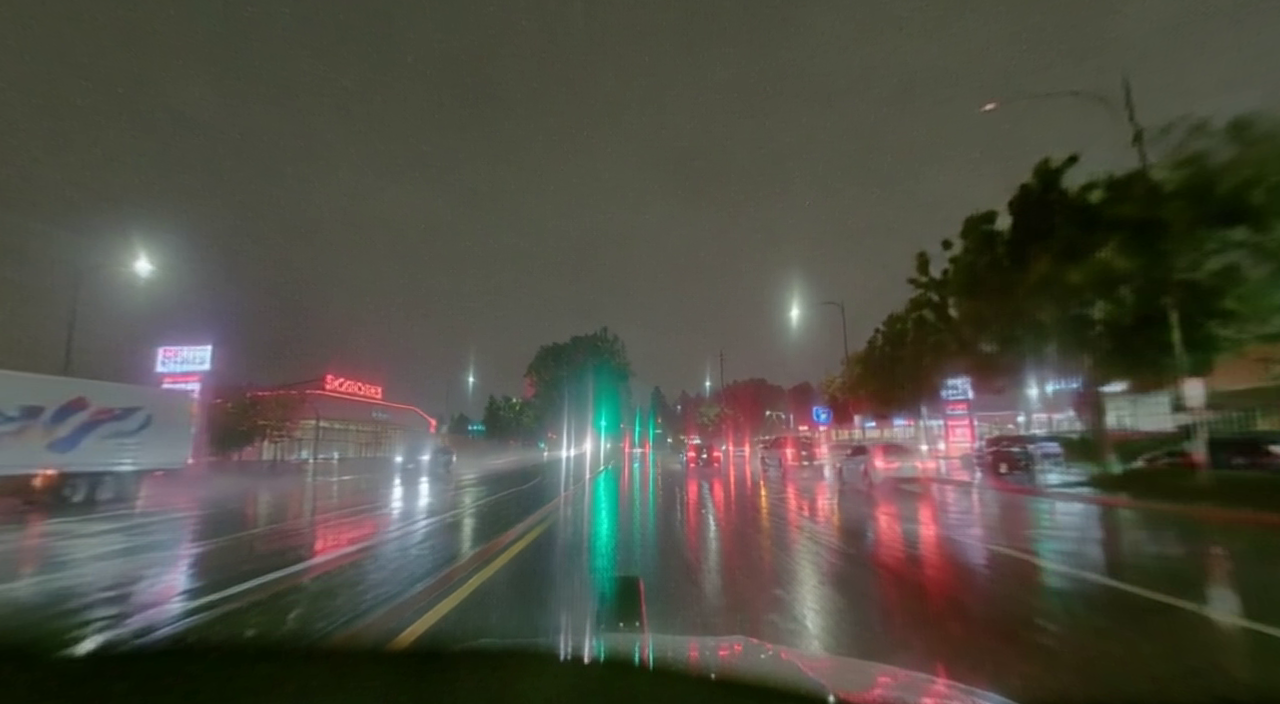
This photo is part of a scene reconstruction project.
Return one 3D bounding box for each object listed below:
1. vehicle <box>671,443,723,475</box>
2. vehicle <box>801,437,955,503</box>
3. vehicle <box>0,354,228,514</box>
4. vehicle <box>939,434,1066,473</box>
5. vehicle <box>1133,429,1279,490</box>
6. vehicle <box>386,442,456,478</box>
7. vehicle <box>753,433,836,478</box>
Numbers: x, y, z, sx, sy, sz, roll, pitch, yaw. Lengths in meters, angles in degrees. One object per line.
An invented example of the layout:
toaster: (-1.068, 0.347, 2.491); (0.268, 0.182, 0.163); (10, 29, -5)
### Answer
vehicle: (2.712, 5.214, 31.027); (2.099, 1.463, 4.365); (0, -8, -1)
vehicle: (6.083, 3.077, 16.940); (2.150, 1.485, 4.919); (0, -9, -1)
vehicle: (-18.923, 2.372, 17.998); (3.058, 4.328, 16.976); (-1, -8, 0)
vehicle: (16.059, 4.515, 28.156); (4.457, 1.521, 1.872); (-2, -9, -3)
vehicle: (16.605, 2.868, 17.080); (4.833, 1.525, 2.135); (0, -9, -3)
vehicle: (-11.819, 5.825, 34.429); (2.102, 1.793, 4.694); (0, -8, 0)
vehicle: (6.878, 4.676, 28.851); (2.268, 1.822, 5.038); (0, -9, -3)
